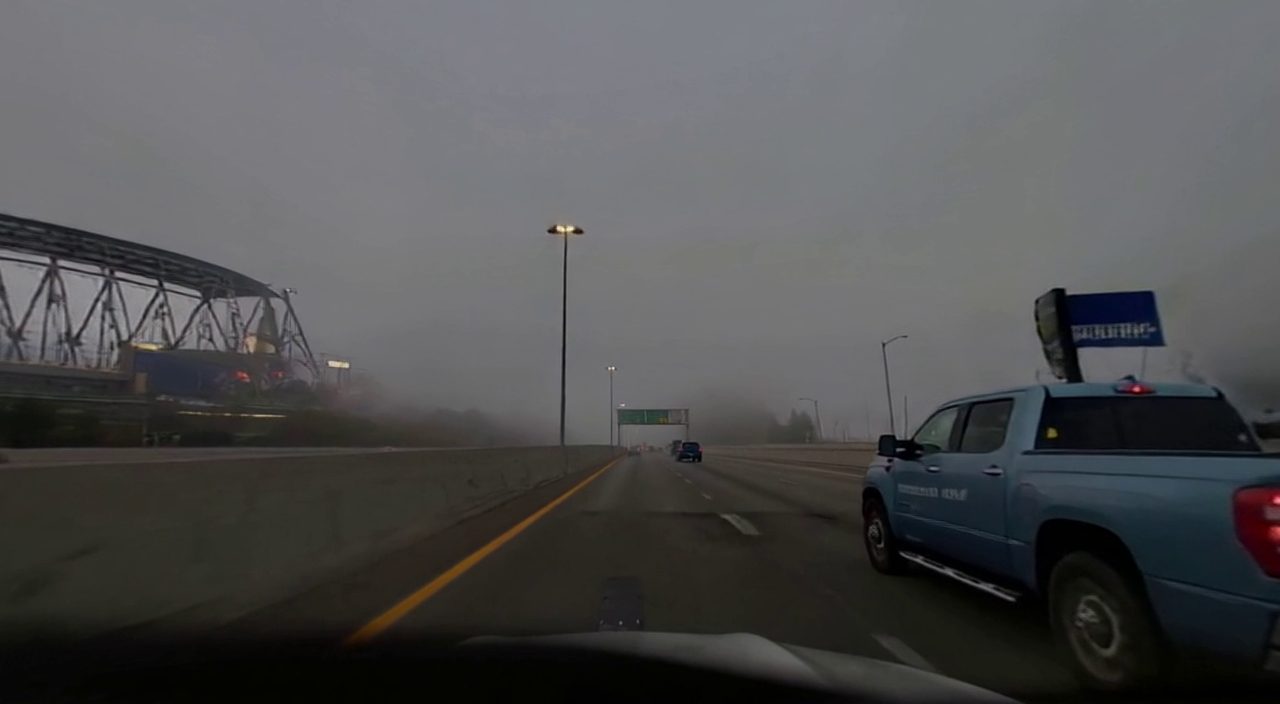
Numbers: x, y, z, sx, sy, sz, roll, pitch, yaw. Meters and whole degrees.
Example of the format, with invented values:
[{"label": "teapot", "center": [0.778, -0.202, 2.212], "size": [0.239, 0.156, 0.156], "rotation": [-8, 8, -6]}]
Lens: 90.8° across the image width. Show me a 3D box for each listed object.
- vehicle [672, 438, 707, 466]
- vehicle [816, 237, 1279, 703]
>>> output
[{"label": "vehicle", "center": [3.282, 6.771, 42.756], "size": [1.973, 1.774, 4.092], "rotation": [0, -9, -1]}, {"label": "vehicle", "center": [3.060, 0.990, 4.347], "size": [2.199, 2.002, 4.970], "rotation": [0, -9, 0]}]
